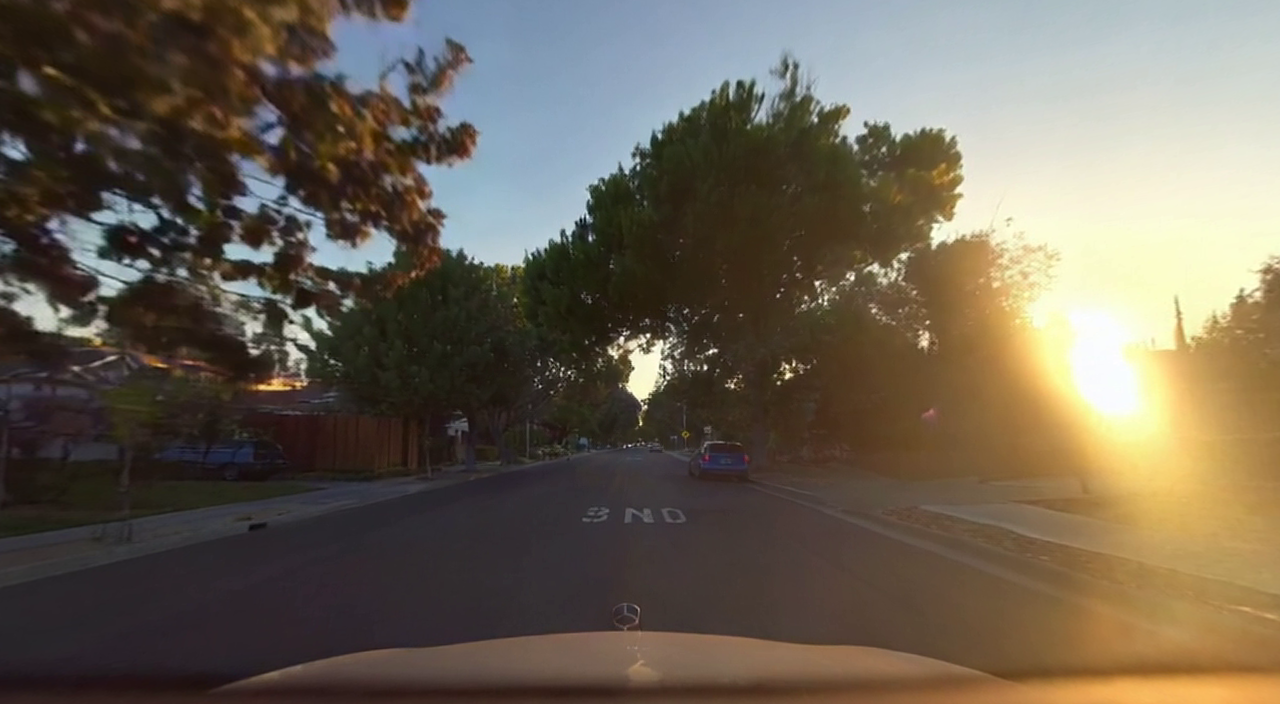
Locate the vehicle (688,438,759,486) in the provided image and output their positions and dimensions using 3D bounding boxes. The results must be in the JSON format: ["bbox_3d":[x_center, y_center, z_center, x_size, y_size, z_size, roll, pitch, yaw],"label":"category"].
[{"bbox_3d":[3.049,4.117,24.019,2.114,1.633,4.042,0,-8,-1],"label":"vehicle"}]
